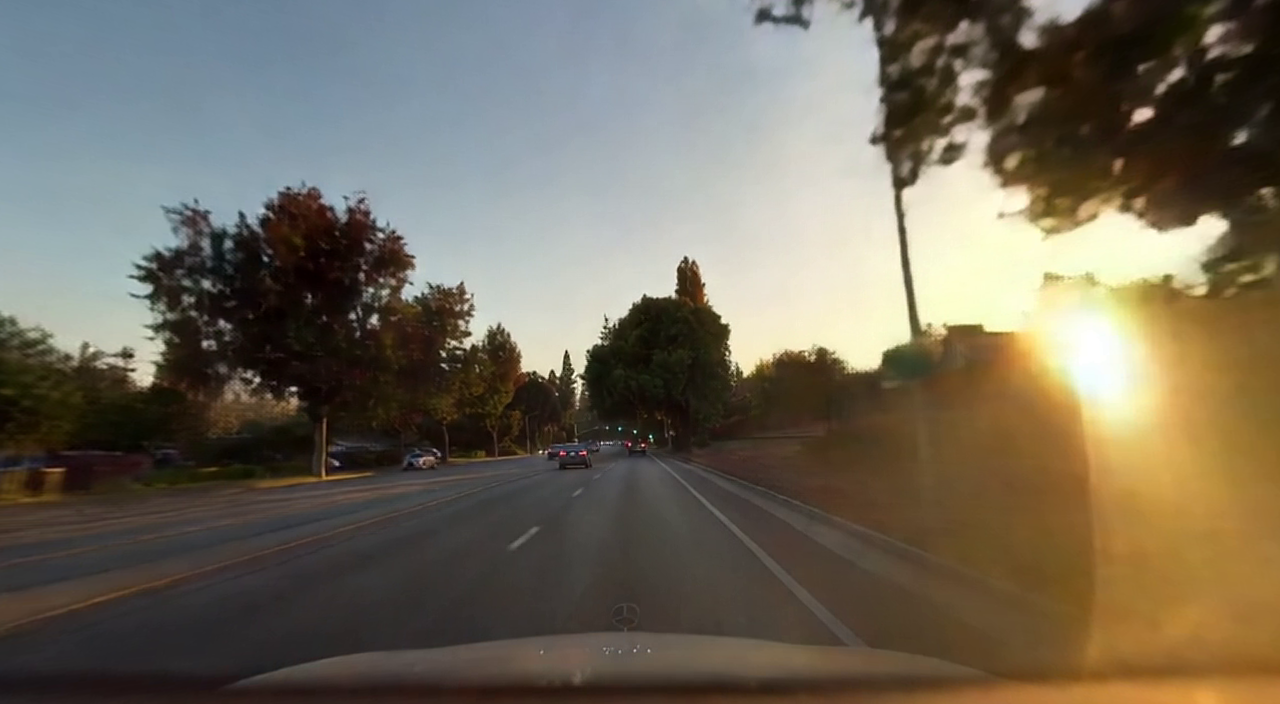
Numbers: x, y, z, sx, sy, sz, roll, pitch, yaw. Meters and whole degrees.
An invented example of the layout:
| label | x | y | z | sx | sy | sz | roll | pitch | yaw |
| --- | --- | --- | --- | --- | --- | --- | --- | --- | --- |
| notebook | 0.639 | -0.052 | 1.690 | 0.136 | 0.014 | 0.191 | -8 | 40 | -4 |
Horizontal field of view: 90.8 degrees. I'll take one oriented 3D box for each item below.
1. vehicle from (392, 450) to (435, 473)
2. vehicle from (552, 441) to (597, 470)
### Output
| label | x | y | z | sx | sy | sz | roll | pitch | yaw |
| --- | --- | --- | --- | --- | --- | --- | --- | --- | --- |
| vehicle | -17.777 | 8.601 | 49.793 | 1.900 | 1.474 | 4.431 | -4 | -7 | -2 |
| vehicle | -3.502 | 5.639 | 34.554 | 1.992 | 1.447 | 4.044 | 0 | -8 | 0 |
